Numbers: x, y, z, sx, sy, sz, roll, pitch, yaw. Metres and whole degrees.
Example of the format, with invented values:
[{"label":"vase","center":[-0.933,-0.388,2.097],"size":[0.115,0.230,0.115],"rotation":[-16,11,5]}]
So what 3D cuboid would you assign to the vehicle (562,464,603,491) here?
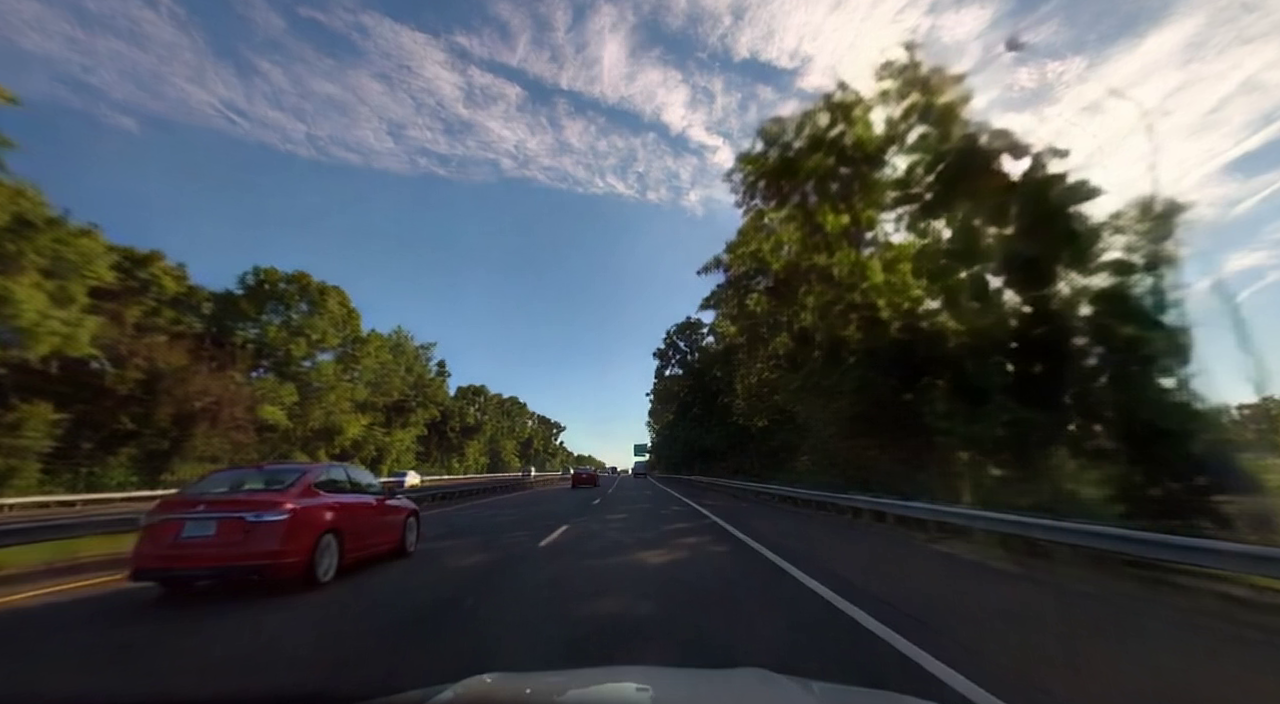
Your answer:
[{"label":"vehicle","center":[-3.480,7.755,38.990],"size":[2.006,1.516,4.820],"rotation":[1,-11,0]}]

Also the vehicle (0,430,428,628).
[{"label":"vehicle","center":[-4.330,1.839,7.371],"size":[2.040,1.525,4.603],"rotation":[1,-11,1]}]
